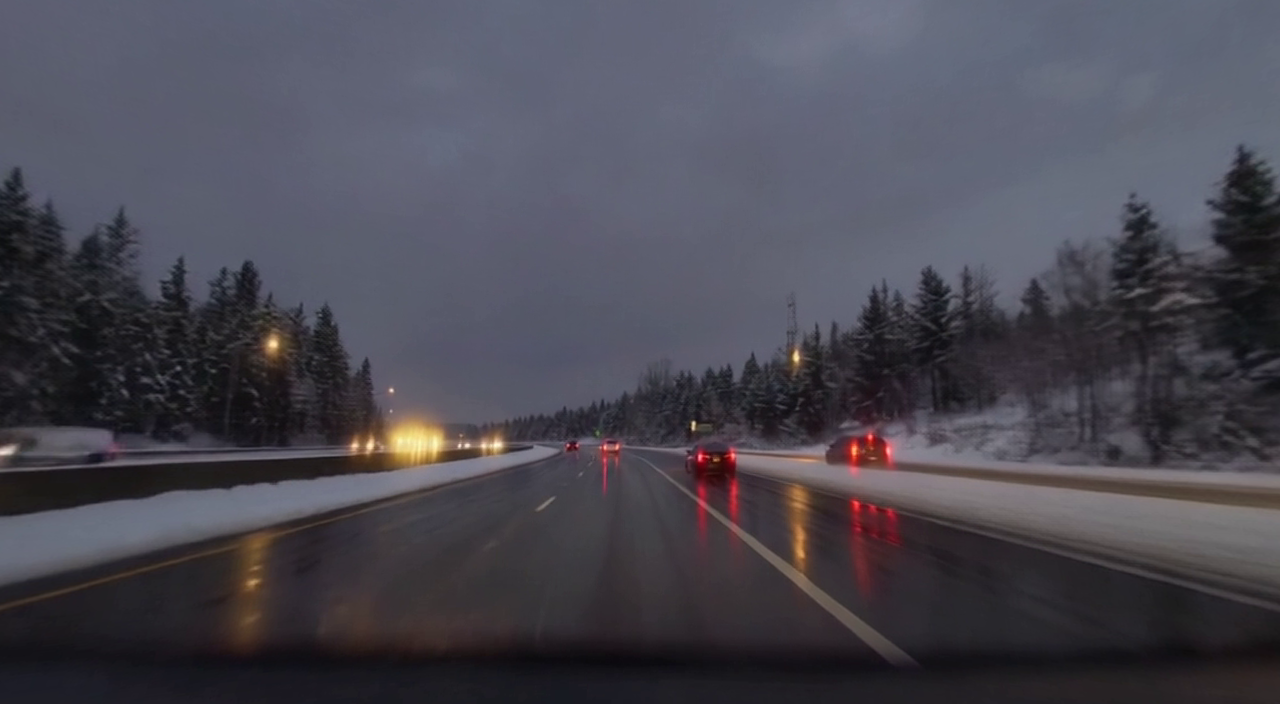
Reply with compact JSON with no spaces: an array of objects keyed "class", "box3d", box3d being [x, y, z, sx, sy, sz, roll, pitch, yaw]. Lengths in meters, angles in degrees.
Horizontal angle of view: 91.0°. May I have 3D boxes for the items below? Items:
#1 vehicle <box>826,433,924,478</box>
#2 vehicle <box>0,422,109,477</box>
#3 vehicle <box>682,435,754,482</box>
[{"class":"vehicle","box3d":[9.260,4.140,25.343,1.909,1.634,4.739,0,-9,-3]},{"class":"vehicle","box3d":[-28.156,4.466,28.771,2.410,2.277,6.230,0,-9,-1]},{"class":"vehicle","box3d":[2.749,3.891,23.169,1.975,1.562,3.823,0,-9,-3]}]
